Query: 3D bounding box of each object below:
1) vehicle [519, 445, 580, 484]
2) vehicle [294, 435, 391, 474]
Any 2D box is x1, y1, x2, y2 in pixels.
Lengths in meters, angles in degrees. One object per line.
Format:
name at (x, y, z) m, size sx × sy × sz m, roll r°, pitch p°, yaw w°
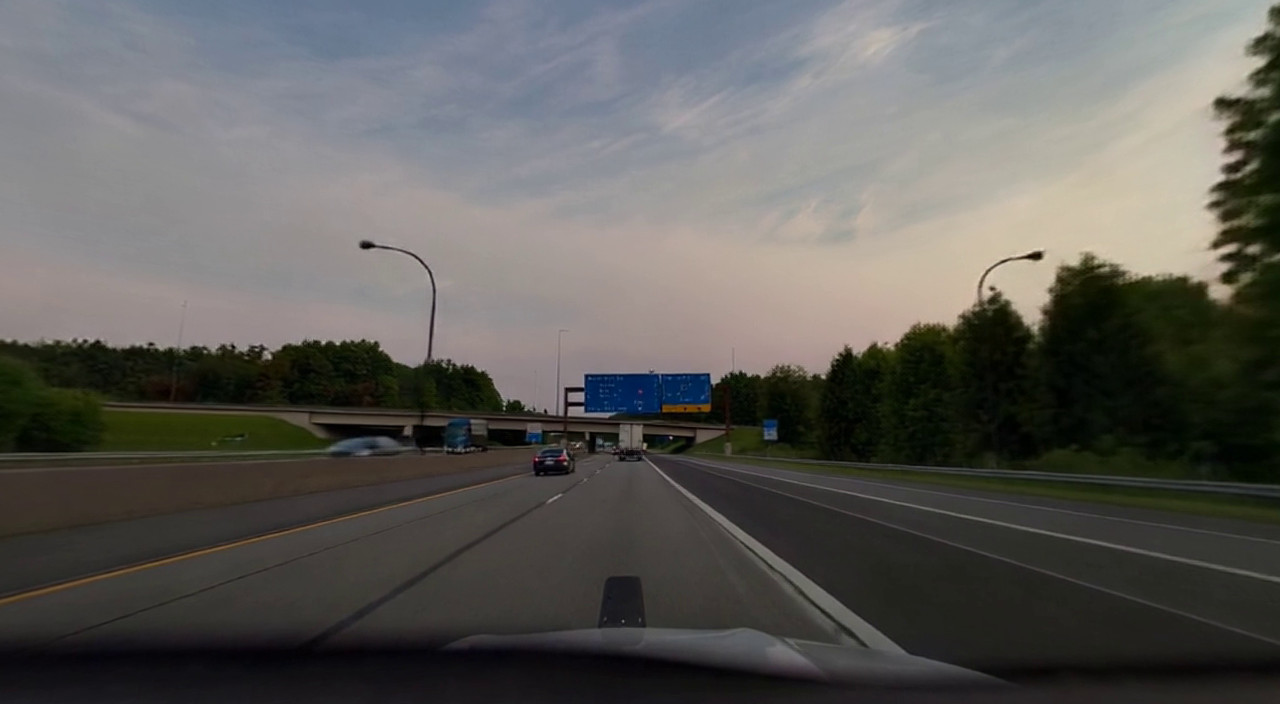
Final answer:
vehicle at (-3.900, 4.913, 27.823) m, size 2.042 × 1.526 × 4.516 m, roll 0°, pitch -9°, yaw 0°
vehicle at (-12.585, 4.381, 27.050) m, size 1.939 × 1.504 × 4.721 m, roll 0°, pitch -9°, yaw -1°
